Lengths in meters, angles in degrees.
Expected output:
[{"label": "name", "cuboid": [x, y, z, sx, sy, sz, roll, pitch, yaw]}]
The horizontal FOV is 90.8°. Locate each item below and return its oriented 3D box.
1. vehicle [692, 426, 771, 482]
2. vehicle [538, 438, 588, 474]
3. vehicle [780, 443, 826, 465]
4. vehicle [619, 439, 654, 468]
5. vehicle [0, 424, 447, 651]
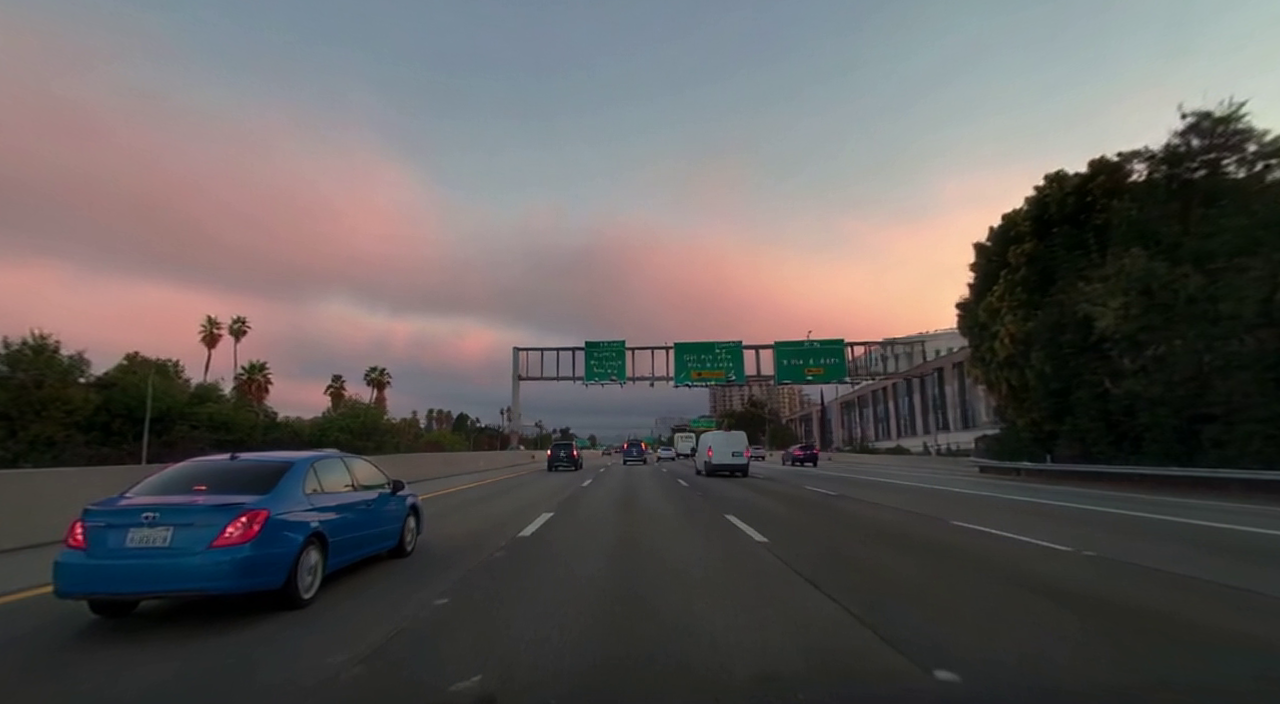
[{"label": "vehicle", "cuboid": [3.640, 4.214, 26.386, 2.250, 2.074, 5.723, 0, -9, -2]}, {"label": "vehicle", "cuboid": [-4.060, 5.606, 34.234, 2.109, 1.793, 4.613, 0, -9, 0]}, {"label": "vehicle", "cuboid": [12.040, 7.598, 47.034, 2.010, 1.535, 4.980, 0, -9, -1]}, {"label": "vehicle", "cuboid": [-0.247, 6.785, 42.382, 2.212, 1.786, 4.198, 0, -9, -1]}, {"label": "vehicle", "cuboid": [-3.637, 1.542, 6.372, 1.991, 1.469, 4.381, 0, -9, 0]}]
